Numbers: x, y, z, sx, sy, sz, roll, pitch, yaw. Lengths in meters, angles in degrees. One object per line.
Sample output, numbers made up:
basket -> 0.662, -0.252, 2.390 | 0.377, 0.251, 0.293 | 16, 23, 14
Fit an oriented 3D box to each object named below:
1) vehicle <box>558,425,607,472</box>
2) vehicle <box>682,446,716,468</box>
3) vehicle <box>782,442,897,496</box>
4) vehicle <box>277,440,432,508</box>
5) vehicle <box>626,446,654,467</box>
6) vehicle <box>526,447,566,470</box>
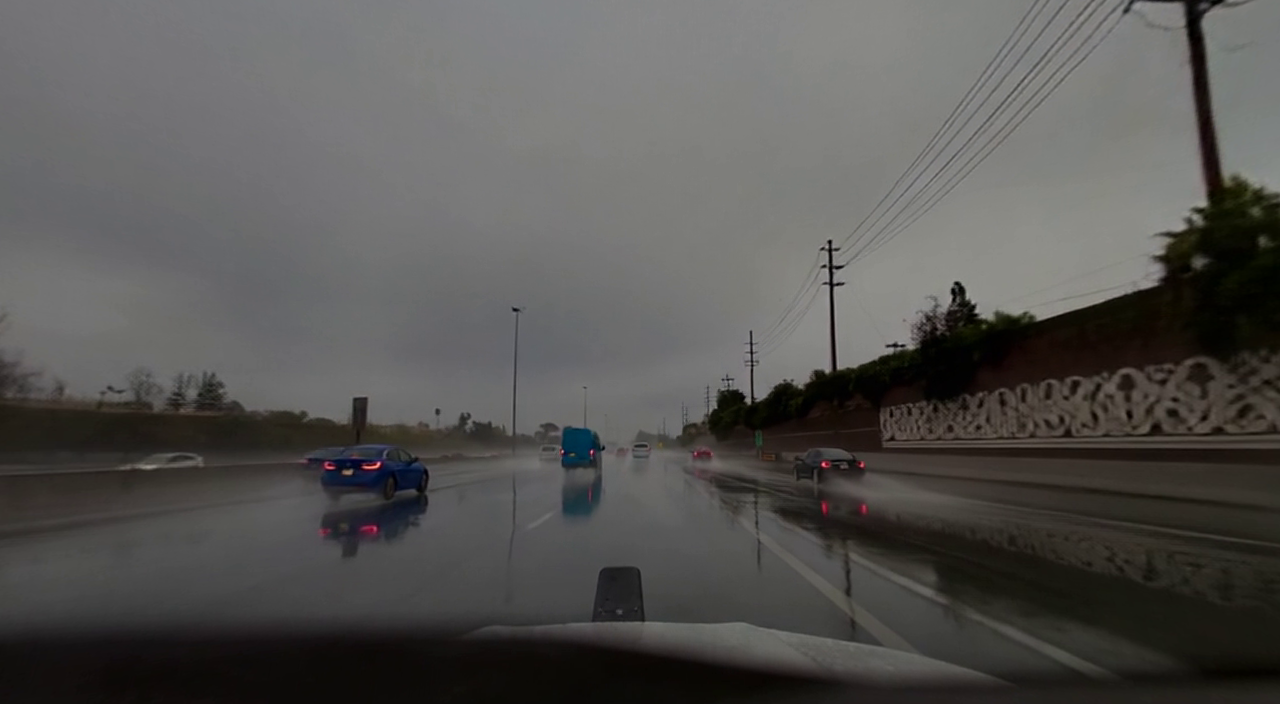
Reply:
vehicle -> -3.444, 5.984, 39.112 | 2.395, 2.660, 5.827 | 0, -9, 1
vehicle -> 4.416, 7.926, 47.726 | 2.095, 1.504, 4.536 | 0, -9, -1
vehicle -> 6.052, 3.584, 19.715 | 2.052, 1.470, 4.364 | 0, -9, -1
vehicle -> -7.218, 3.106, 16.540 | 1.967, 1.525, 4.458 | 0, -9, 0
vehicle -> -0.037, 8.167, 49.332 | 2.084, 1.492, 4.137 | 0, -9, 0
vehicle -> -6.440, 7.308, 43.564 | 1.944, 1.490, 4.442 | 0, -9, 1
